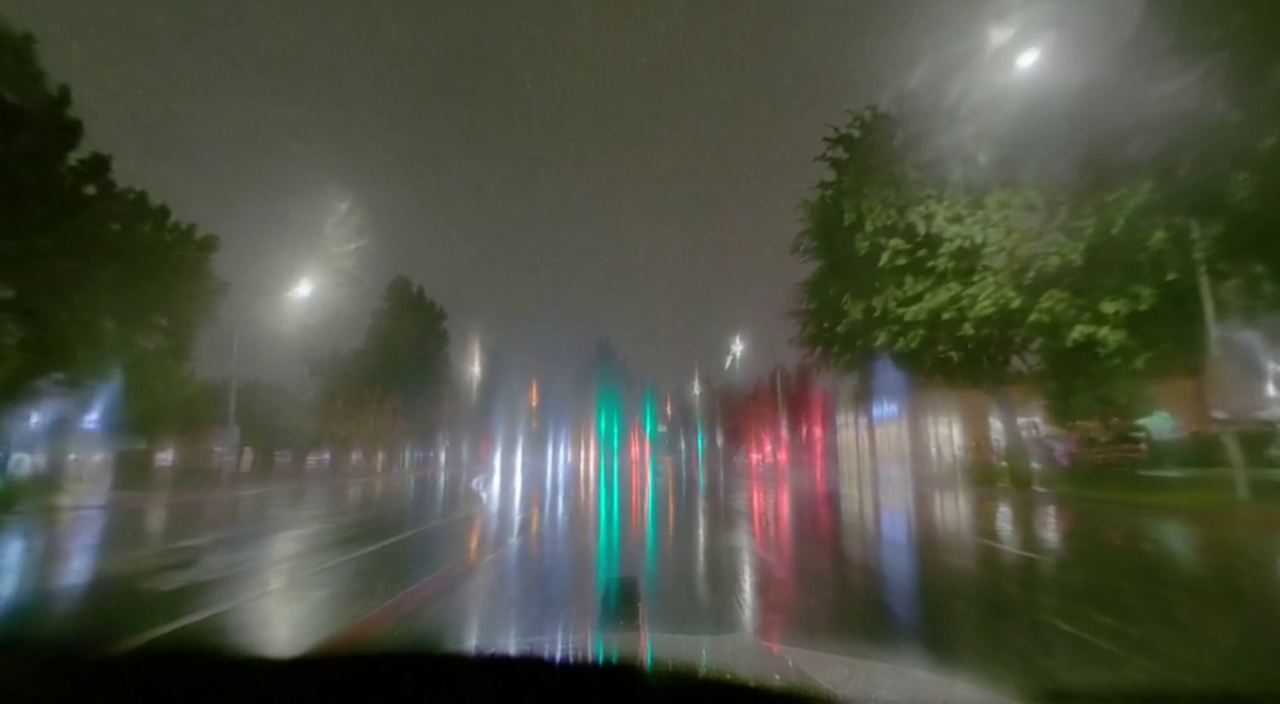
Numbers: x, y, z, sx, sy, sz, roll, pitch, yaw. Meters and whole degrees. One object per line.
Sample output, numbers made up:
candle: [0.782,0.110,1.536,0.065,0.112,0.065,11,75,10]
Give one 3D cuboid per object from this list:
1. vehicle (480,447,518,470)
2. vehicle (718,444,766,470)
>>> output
vehicle: [-9.953,7.529,44.884,1.676,1.469,4.362,0,-9,0]
vehicle: [6.289,6.513,39.472,2.024,1.475,4.600,0,-9,-2]
